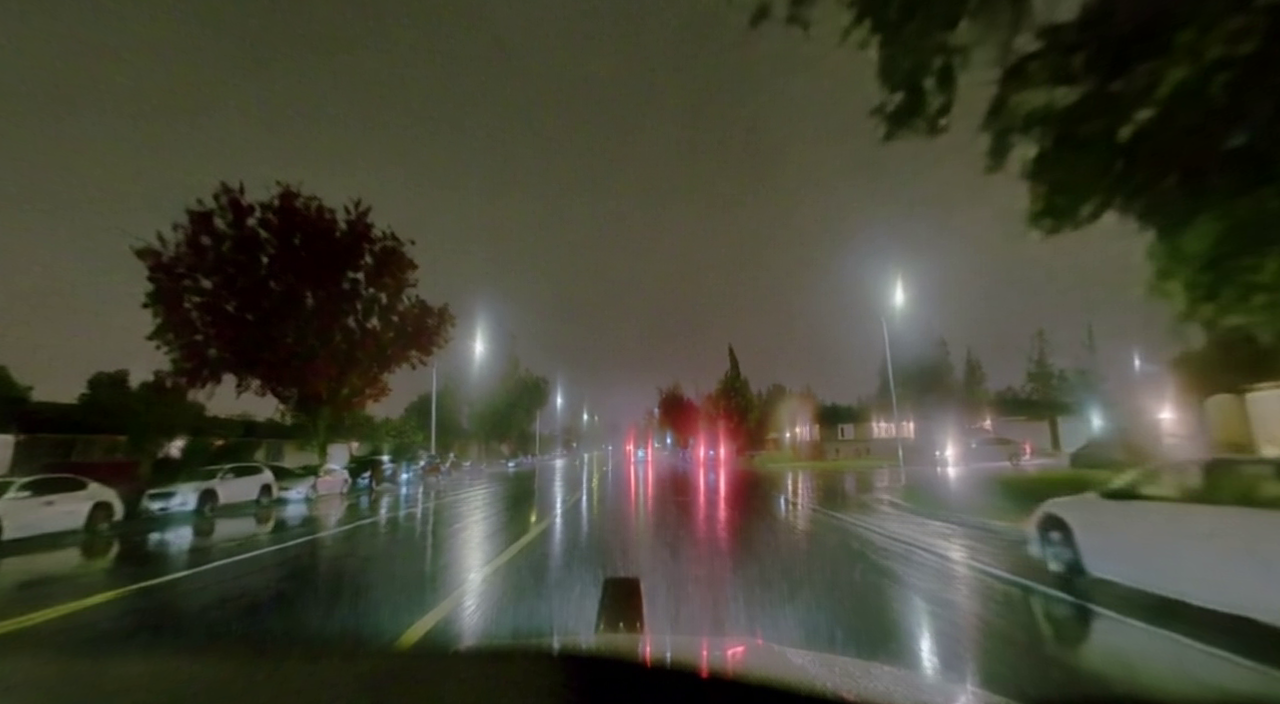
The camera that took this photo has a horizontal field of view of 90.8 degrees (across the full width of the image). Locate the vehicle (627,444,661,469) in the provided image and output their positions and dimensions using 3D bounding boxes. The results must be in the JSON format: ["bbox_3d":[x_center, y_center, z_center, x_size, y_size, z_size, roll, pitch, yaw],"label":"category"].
[{"bbox_3d":[0.217,6.483,39.465,2.022,1.471,3.973,0,-9,-1],"label":"vehicle"}]

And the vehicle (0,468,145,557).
[{"bbox_3d":[-12.405,3.083,12.321,1.916,1.463,4.564,0,-9,-2],"label":"vehicle"}]

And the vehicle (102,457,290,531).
[{"bbox_3d":[-12.281,3.906,18.026,1.905,1.503,5.015,-4,-8,-2],"label":"vehicle"}]

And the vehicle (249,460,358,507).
[{"bbox_3d":[-12.520,4.888,23.841,1.810,1.399,4.285,-4,-9,0],"label":"vehicle"}]

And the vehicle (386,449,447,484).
[{"bbox_3d":[-12.627,6.462,36.049,1.904,1.805,5.100,0,-9,-3],"label":"vehicle"}]

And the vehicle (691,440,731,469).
[{"bbox_3d":[5.126,7.466,46.441,2.195,2.000,4.789,1,-8,-3],"label":"vehicle"}]

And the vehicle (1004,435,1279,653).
[{"bbox_3d":[5.256,1.385,4.887,1.978,1.438,4.716,0,-9,-1],"label":"vehicle"}]

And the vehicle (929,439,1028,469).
[{"bbox_3d":[18.494,5.606,34.668,4.240,1.560,1.929,0,-9,2],"label":"vehicle"}]

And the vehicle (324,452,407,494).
[{"bbox_3d":[-12.715,5.591,29.623,1.938,1.738,4.516,0,-9,-2],"label":"vehicle"}]
